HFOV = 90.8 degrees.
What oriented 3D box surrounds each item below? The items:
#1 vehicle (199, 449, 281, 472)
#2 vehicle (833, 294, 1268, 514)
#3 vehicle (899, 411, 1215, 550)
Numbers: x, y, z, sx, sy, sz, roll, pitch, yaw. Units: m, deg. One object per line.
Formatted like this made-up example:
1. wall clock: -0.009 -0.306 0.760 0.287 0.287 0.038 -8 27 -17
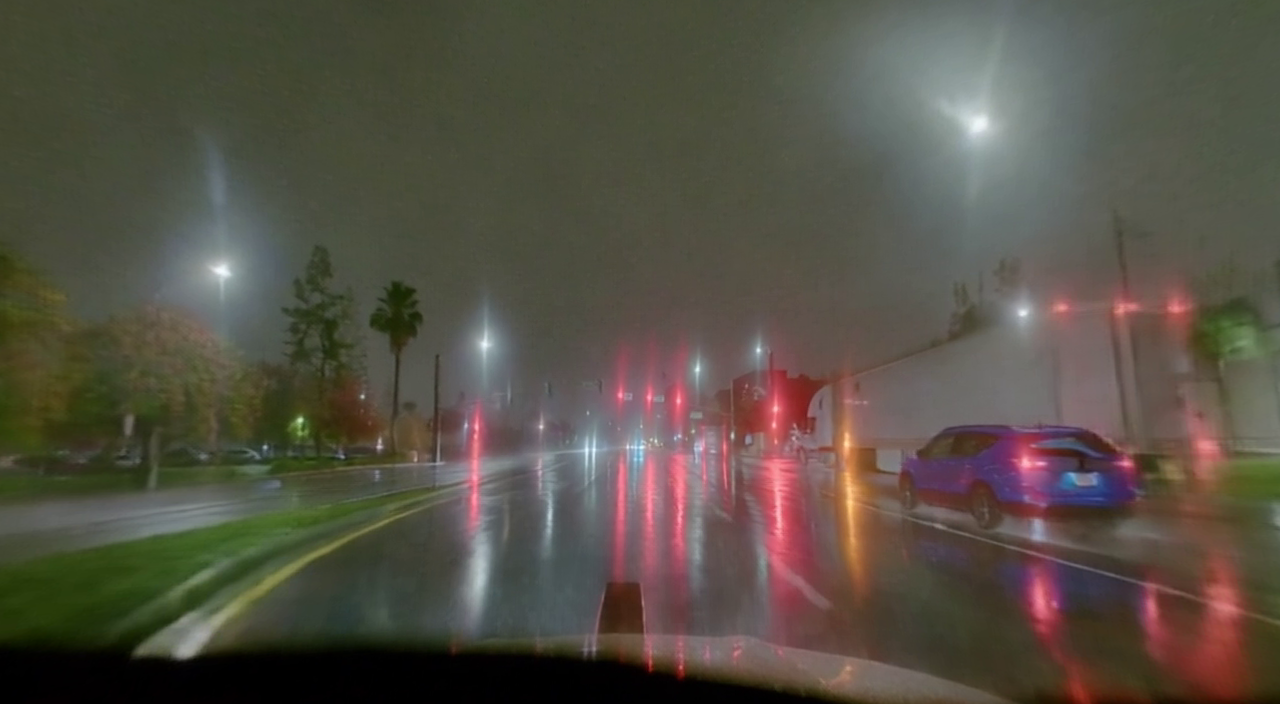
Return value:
1. vehicle: -27.671 7.522 43.932 4.505 1.457 2.003 4 -9 -24
2. vehicle: 10.360 2.177 20.583 2.975 4.201 17.050 0 -8 0
3. vehicle: 6.328 1.990 10.493 2.012 1.754 4.635 0 -8 -1
